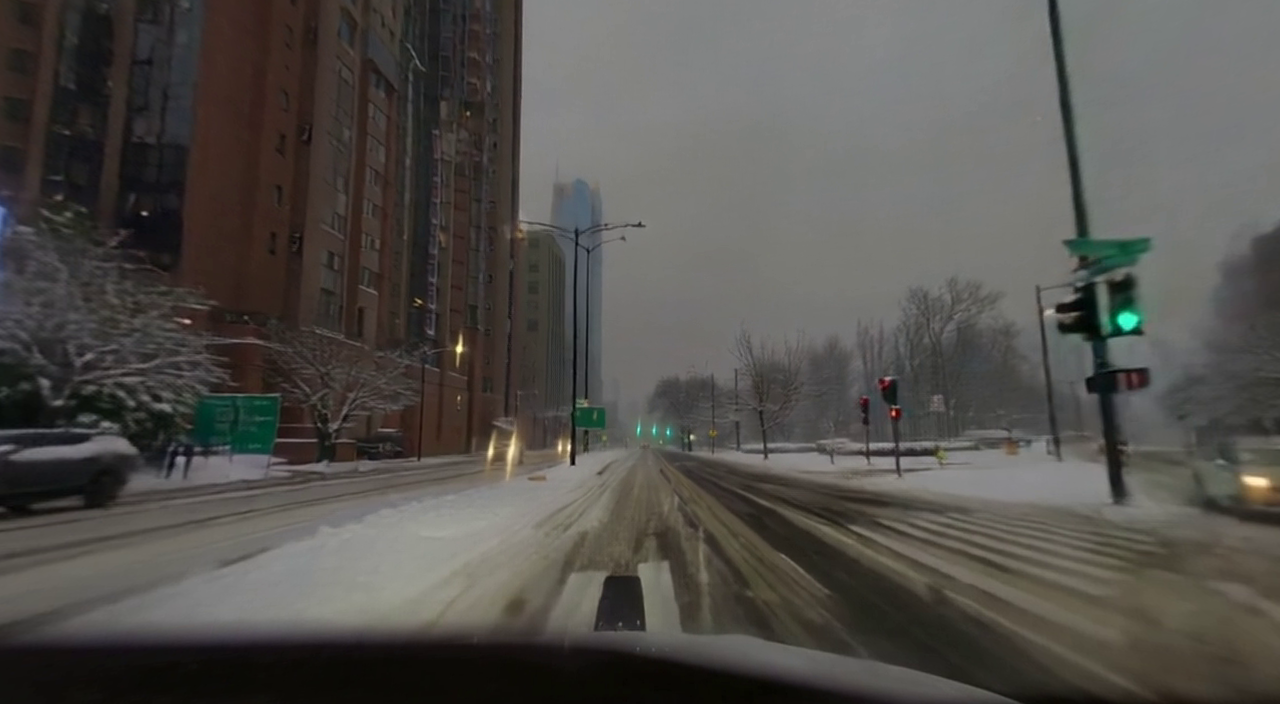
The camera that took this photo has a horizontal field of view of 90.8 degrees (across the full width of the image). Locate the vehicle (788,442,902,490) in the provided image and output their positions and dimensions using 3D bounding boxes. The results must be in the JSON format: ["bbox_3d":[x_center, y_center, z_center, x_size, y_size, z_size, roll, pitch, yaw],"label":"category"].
[{"bbox_3d":[6.902,3.878,21.887,2.675,1.452,4.213,0,-8,3],"label":"vehicle"}]

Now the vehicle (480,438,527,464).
[{"bbox_3d":[-8.619,6.274,40.247,1.905,1.533,4.419,0,-8,1],"label":"vehicle"}]

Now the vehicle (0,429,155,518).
[{"bbox_3d":[-13.553,2.614,13.984,1.979,1.727,4.489,0,-8,1],"label":"vehicle"}]

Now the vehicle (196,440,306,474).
[{"bbox_3d":[-18.255,4.913,29.941,2.448,1.407,4.308,-1,-7,0],"label":"vehicle"}]

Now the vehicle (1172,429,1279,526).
[{"bbox_3d":[11.990,2.267,11.970,2.023,1.527,5.016,-5,-10,30],"label":"vehicle"}]
